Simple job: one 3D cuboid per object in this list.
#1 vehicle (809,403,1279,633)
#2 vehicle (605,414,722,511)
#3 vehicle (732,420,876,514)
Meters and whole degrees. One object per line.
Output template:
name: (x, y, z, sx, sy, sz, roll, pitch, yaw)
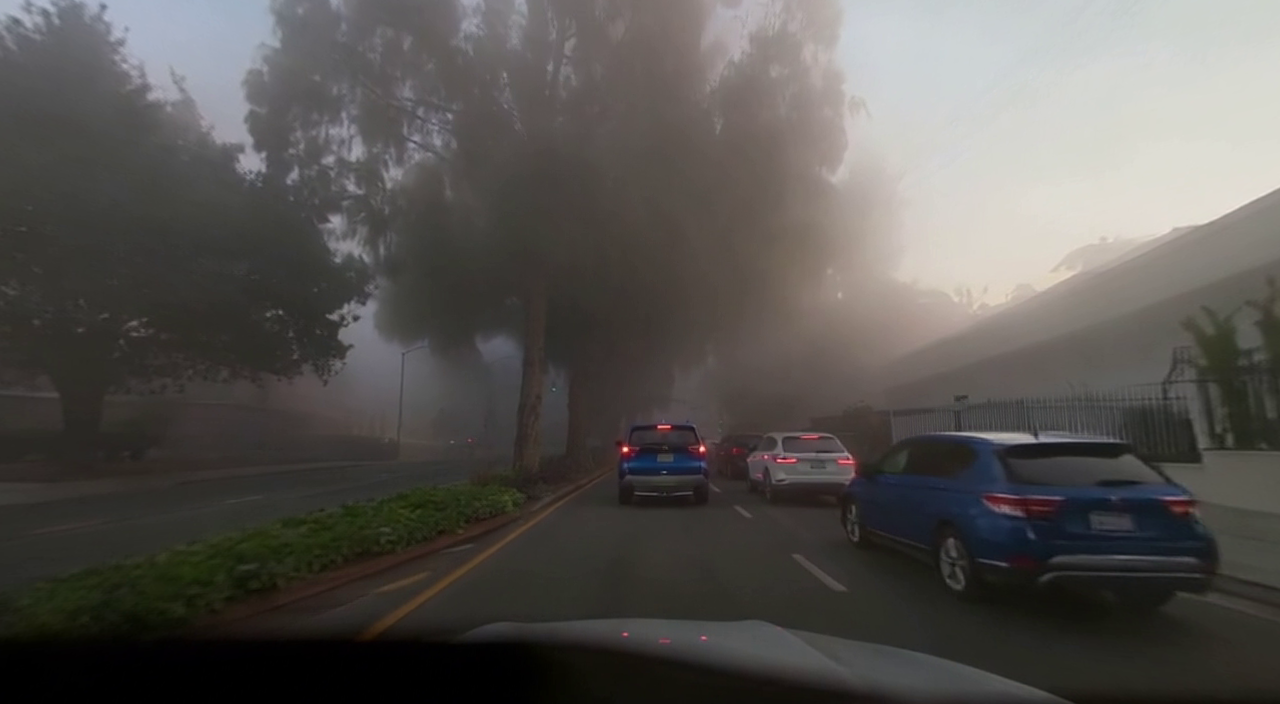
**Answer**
vehicle: (3.682, 1.605, 7.201, 2.138, 1.699, 4.852, 0, -9, 0)
vehicle: (0.526, 2.585, 15.074, 2.386, 1.947, 4.168, -1, -9, 1)
vehicle: (3.835, 2.816, 15.933, 2.238, 1.958, 5.250, 0, -9, 1)
